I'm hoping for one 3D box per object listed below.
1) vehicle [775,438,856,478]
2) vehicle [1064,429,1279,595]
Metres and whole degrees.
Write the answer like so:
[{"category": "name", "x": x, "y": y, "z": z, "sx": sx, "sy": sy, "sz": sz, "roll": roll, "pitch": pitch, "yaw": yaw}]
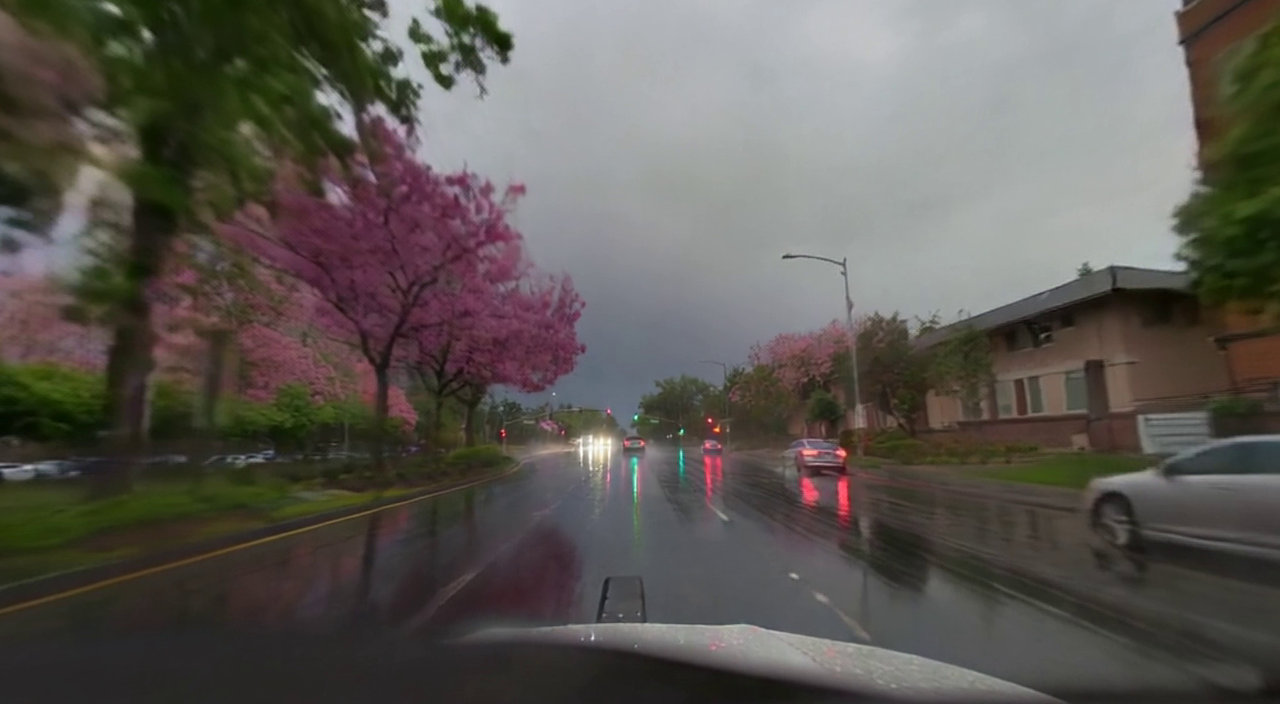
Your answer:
[{"category": "vehicle", "x": 6.919, "y": 4.226, "z": 25.443, "sx": 2.032, "sy": 1.449, "sz": 4.413, "roll": 0, "pitch": -8, "yaw": 0}, {"category": "vehicle", "x": 6.620, "y": 1.449, "z": 5.807, "sx": 1.891, "sy": 1.456, "sz": 4.909, "roll": 0, "pitch": -8, "yaw": -2}]
